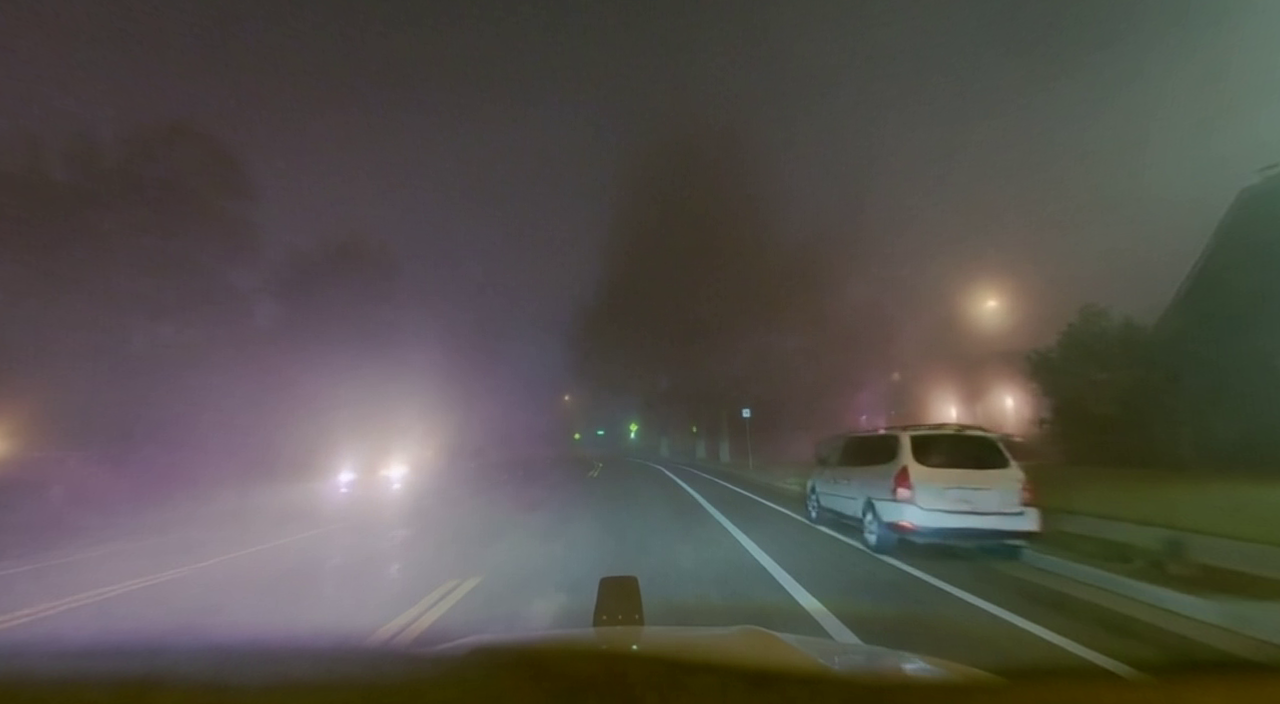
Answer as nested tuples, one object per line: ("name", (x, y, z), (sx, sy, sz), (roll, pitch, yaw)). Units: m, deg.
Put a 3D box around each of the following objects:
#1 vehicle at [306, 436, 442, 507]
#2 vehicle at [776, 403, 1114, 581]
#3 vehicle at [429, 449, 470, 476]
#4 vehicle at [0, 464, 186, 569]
("vehicle", (-7.276, 3.278, 17.877), (2.090, 1.724, 4.270), (1, -8, -2))
("vehicle", (3.705, 1.817, 9.259), (2.176, 1.793, 5.534), (0, -8, 0))
("vehicle", (-12.031, 7.002, 40.147), (1.750, 1.471, 3.960), (2, -7, -6))
("vehicle", (-11.058, 2.898, 11.599), (1.958, 1.493, 4.671), (0, -8, 0))
